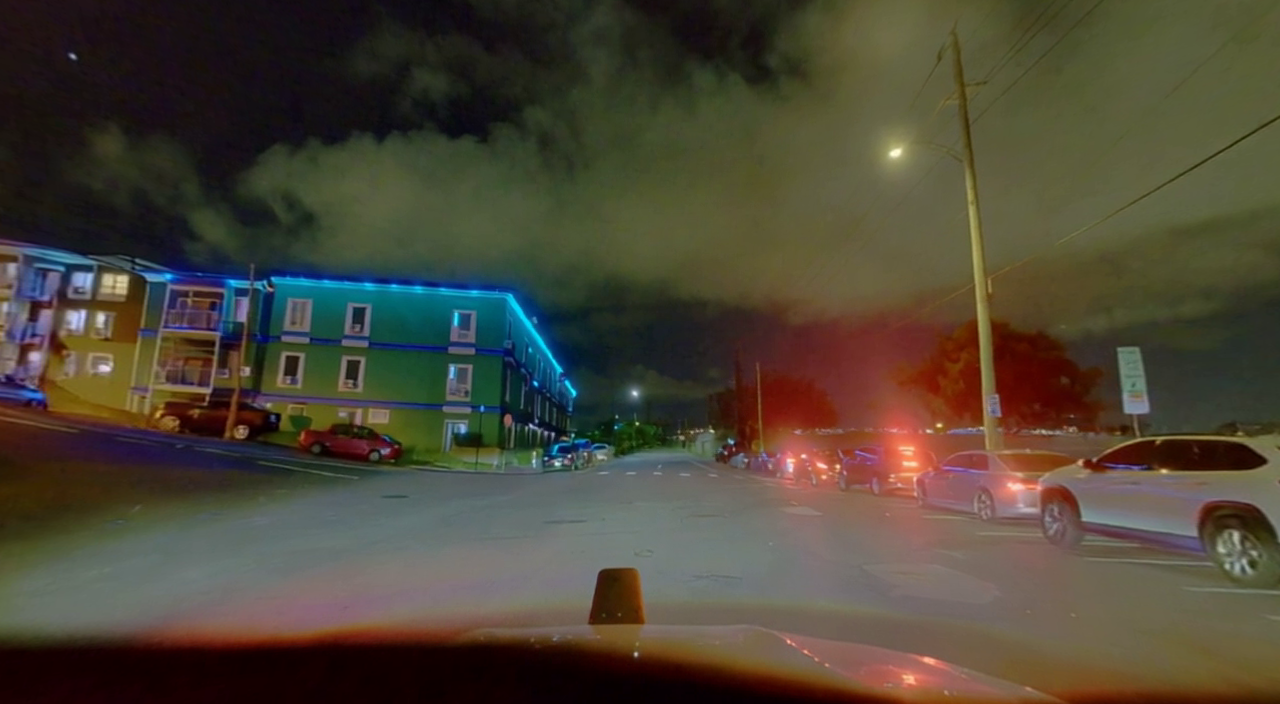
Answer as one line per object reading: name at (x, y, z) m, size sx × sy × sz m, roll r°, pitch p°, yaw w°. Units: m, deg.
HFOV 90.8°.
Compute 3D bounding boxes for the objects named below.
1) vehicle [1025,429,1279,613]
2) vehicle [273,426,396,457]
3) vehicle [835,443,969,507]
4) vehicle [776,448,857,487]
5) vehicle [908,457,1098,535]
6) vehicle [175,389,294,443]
vehicle at (7.459, 1.915, 7.905) m, size 2.181 × 1.792 × 5.066 m, roll 0°, pitch -8°, yaw 2°
vehicle at (-13.727, 4.073, 28.654) m, size 4.603 × 1.335 × 1.889 m, roll 1°, pitch -9°, yaw -8°
vehicle at (7.833, 3.685, 19.498) m, size 1.917 × 1.704 × 4.840 m, roll 0°, pitch -8°, yaw -2°
vehicle at (7.715, 5.080, 28.118) m, size 2.122 × 1.554 × 4.777 m, roll 0°, pitch -8°, yaw -1°
vehicle at (7.748, 3.073, 14.064) m, size 1.900 × 1.368 × 4.176 m, roll 0°, pitch -8°, yaw 3°
vehicle at (-18.839, 2.978, 29.384) m, size 4.598 × 1.645 × 2.019 m, roll 8°, pitch -5°, yaw 19°
